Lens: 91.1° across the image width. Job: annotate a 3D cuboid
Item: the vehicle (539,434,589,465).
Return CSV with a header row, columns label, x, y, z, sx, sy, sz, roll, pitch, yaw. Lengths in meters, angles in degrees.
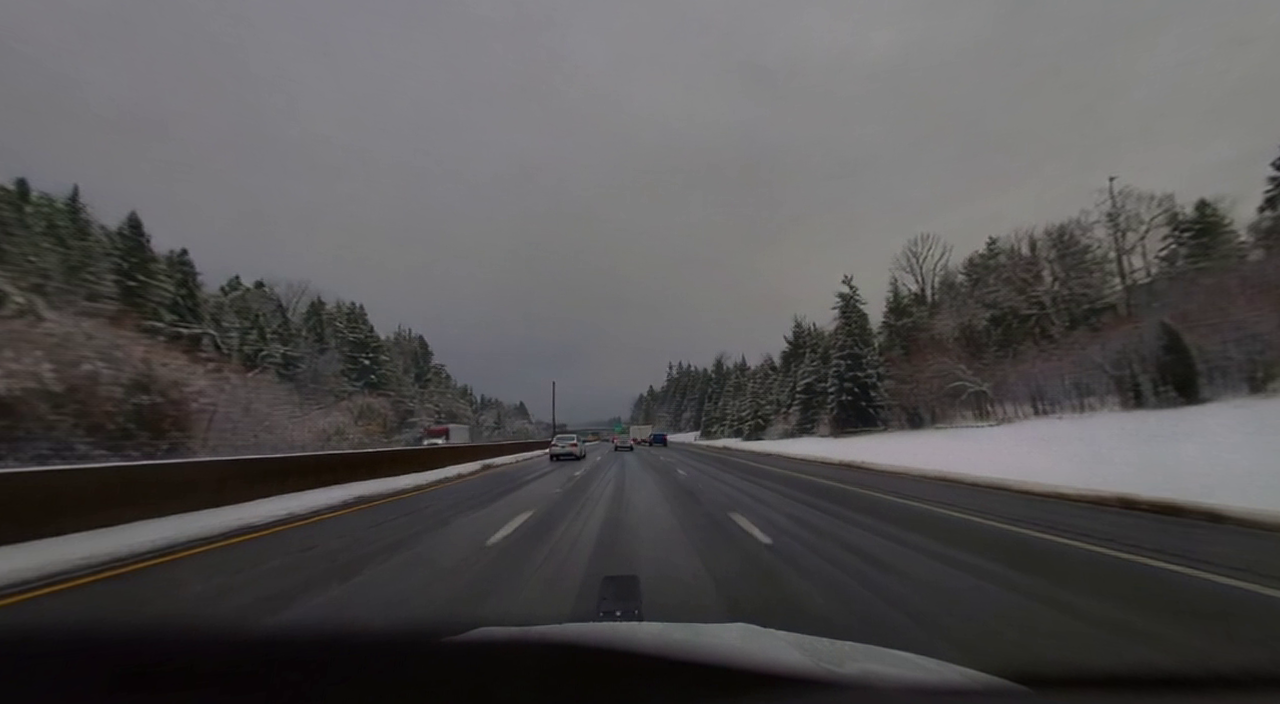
label,x,y,z,sx,sy,sz,roll,pitch,yaw
vehicle,-3.912,5.095,33.187,2.103,1.507,4.367,0,-8,0
